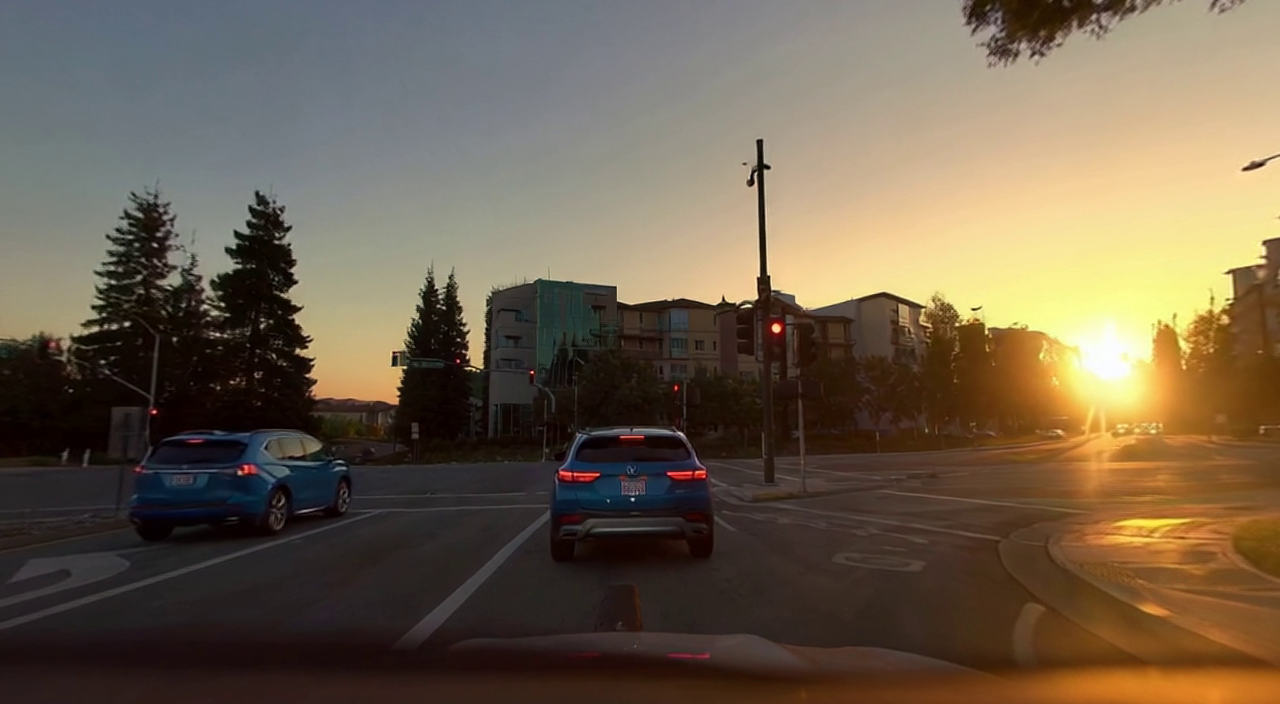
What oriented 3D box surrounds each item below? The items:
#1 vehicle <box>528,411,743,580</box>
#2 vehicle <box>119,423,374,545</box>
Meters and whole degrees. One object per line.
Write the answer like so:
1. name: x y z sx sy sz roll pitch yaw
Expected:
1. vehicle: -0.194 1.754 8.471 2.154 1.670 4.140 1 -9 -4
2. vehicle: -6.454 2.179 11.049 2.020 1.695 4.187 1 -9 -5
